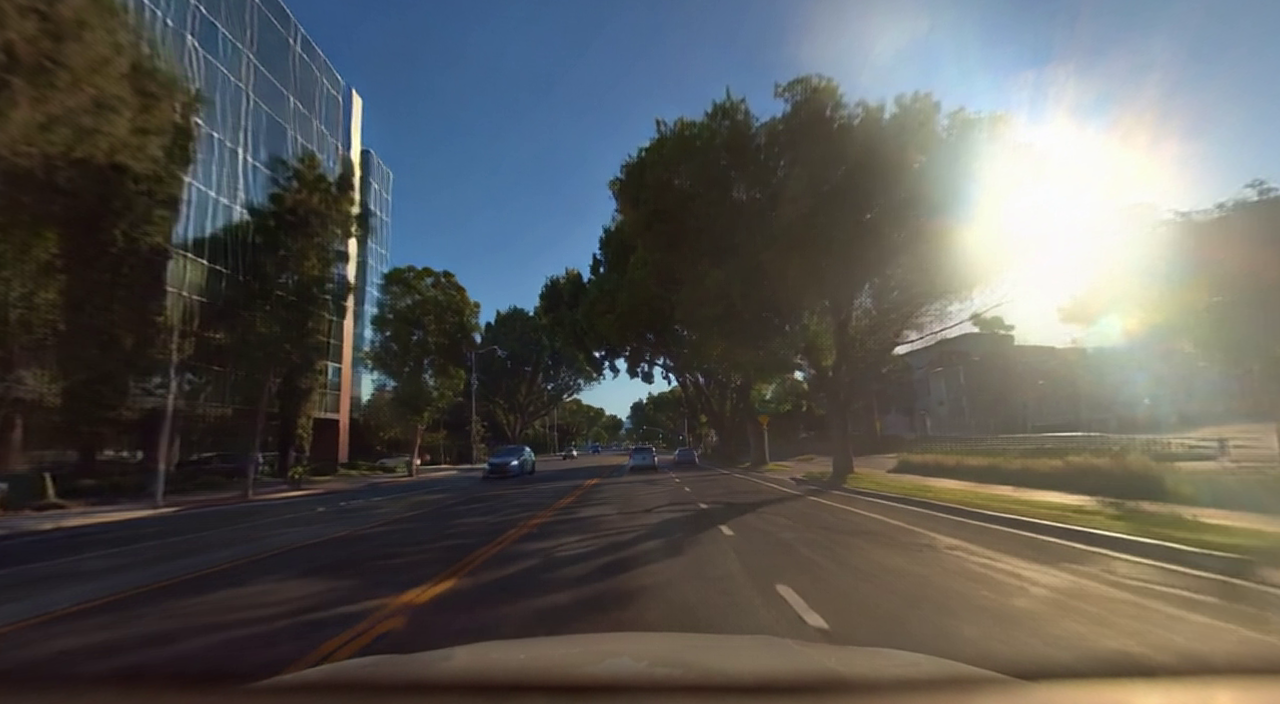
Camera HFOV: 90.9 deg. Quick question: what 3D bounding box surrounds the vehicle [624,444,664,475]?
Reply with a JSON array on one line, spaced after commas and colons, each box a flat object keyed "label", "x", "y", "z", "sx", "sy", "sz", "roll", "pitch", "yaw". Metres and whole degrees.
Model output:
[{"label": "vehicle", "x": 0.249, "y": 6.008, "z": 35.454, "sx": 2.109, "sy": 1.612, "sz": 3.963, "roll": 0, "pitch": -9, "yaw": 1}]

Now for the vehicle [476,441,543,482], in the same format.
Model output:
[{"label": "vehicle", "x": -6.245, "y": 5.310, "z": 30.785, "sx": 2.247, "sy": 1.825, "sz": 4.618, "roll": 0, "pitch": -9, "yaw": 1}]

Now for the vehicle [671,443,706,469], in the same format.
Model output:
[{"label": "vehicle", "x": 3.565, "y": 7.716, "z": 46.928, "sx": 2.189, "sy": 1.766, "sz": 4.495, "roll": 0, "pitch": -9, "yaw": 0}]

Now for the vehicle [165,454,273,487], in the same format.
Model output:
[{"label": "vehicle", "x": -22.381, "y": 6.282, "z": 33.626, "sx": 4.330, "sy": 1.656, "sz": 2.001, "roll": -1, "pitch": -9, "yaw": 3}]
